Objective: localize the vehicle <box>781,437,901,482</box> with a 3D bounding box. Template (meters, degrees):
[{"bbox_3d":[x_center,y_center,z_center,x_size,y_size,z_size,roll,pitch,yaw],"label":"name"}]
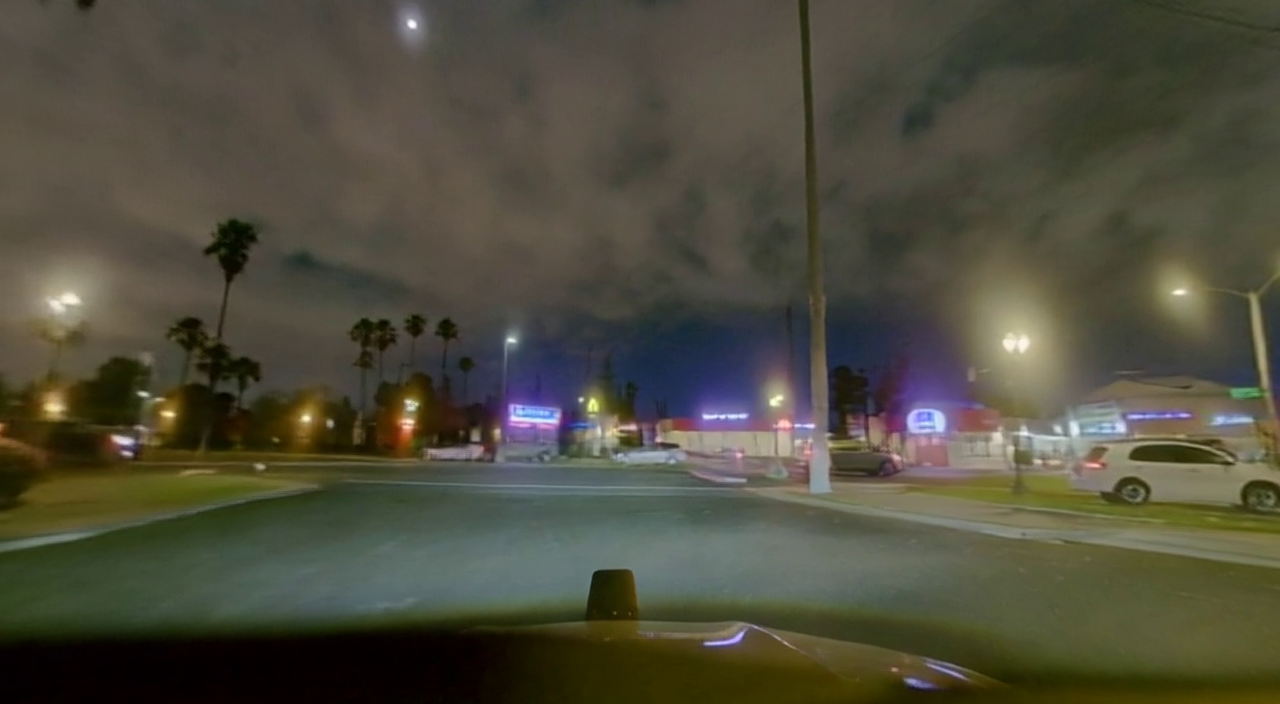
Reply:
[{"bbox_3d":[8.342,4.467,26.369,4.211,1.756,2.158,3,-9,-17],"label":"vehicle"}]

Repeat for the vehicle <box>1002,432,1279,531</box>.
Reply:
[{"bbox_3d":[9.706,2.467,12.609,1.870,1.611,3.978,3,-9,-17],"label":"vehicle"}]
